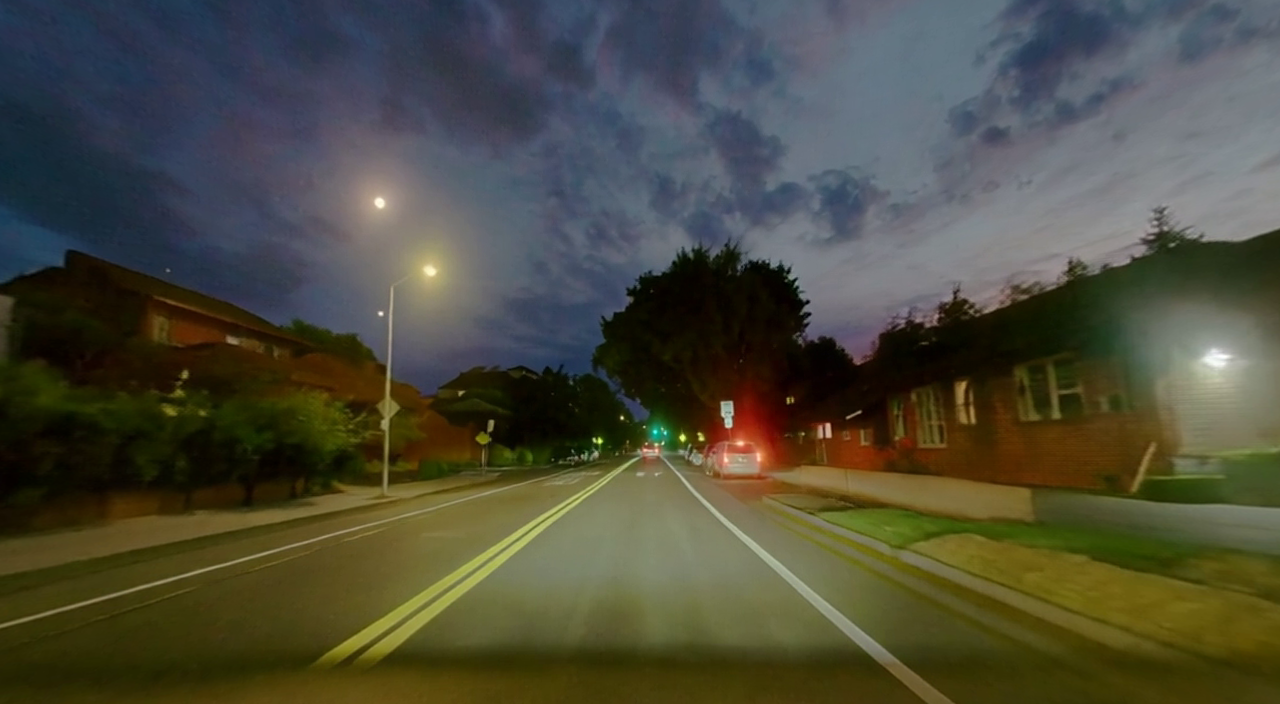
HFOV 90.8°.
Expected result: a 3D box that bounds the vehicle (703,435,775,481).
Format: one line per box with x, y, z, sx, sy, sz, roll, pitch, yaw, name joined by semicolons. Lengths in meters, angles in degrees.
4.063;4.463;26.807;1.937;1.752;4.574;1;-9;-5;vehicle
